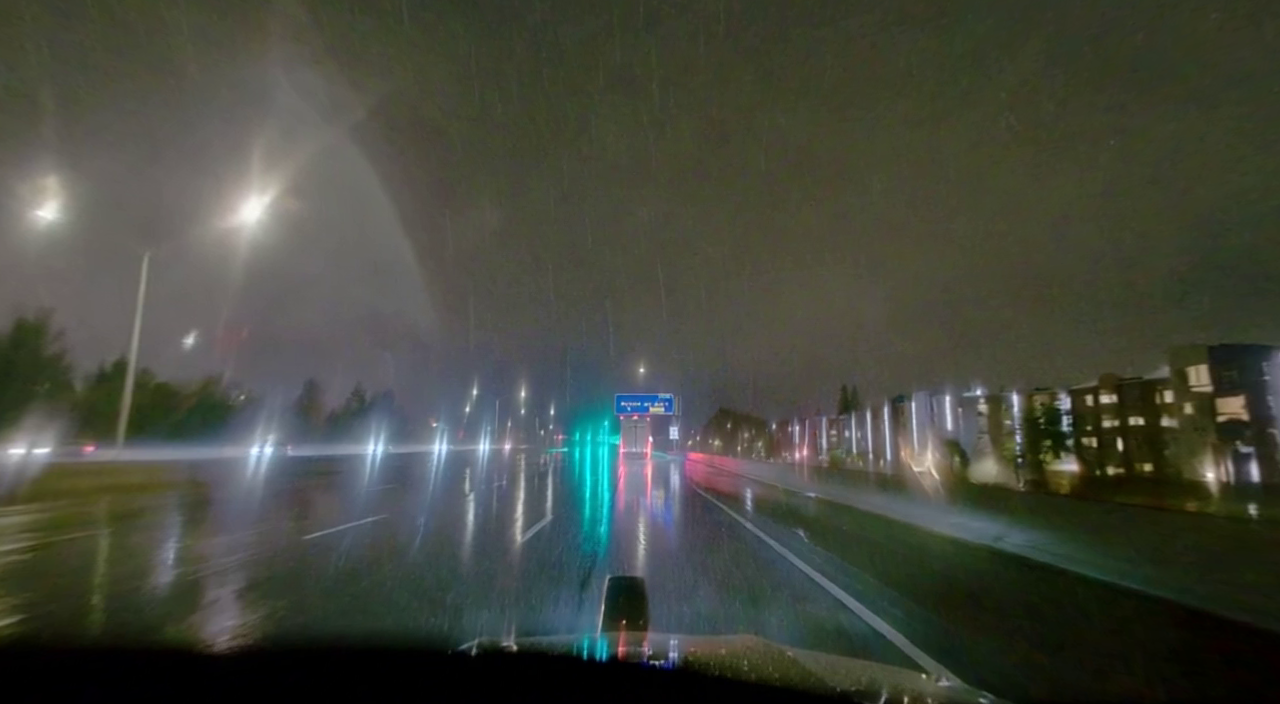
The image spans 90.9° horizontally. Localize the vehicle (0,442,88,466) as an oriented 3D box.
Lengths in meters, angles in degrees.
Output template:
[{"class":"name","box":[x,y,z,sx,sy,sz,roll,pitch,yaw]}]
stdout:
[{"class":"vehicle","box":[-37.172,6.355,39.388,1.755,1.446,3.906,-1,-9,1]}]
